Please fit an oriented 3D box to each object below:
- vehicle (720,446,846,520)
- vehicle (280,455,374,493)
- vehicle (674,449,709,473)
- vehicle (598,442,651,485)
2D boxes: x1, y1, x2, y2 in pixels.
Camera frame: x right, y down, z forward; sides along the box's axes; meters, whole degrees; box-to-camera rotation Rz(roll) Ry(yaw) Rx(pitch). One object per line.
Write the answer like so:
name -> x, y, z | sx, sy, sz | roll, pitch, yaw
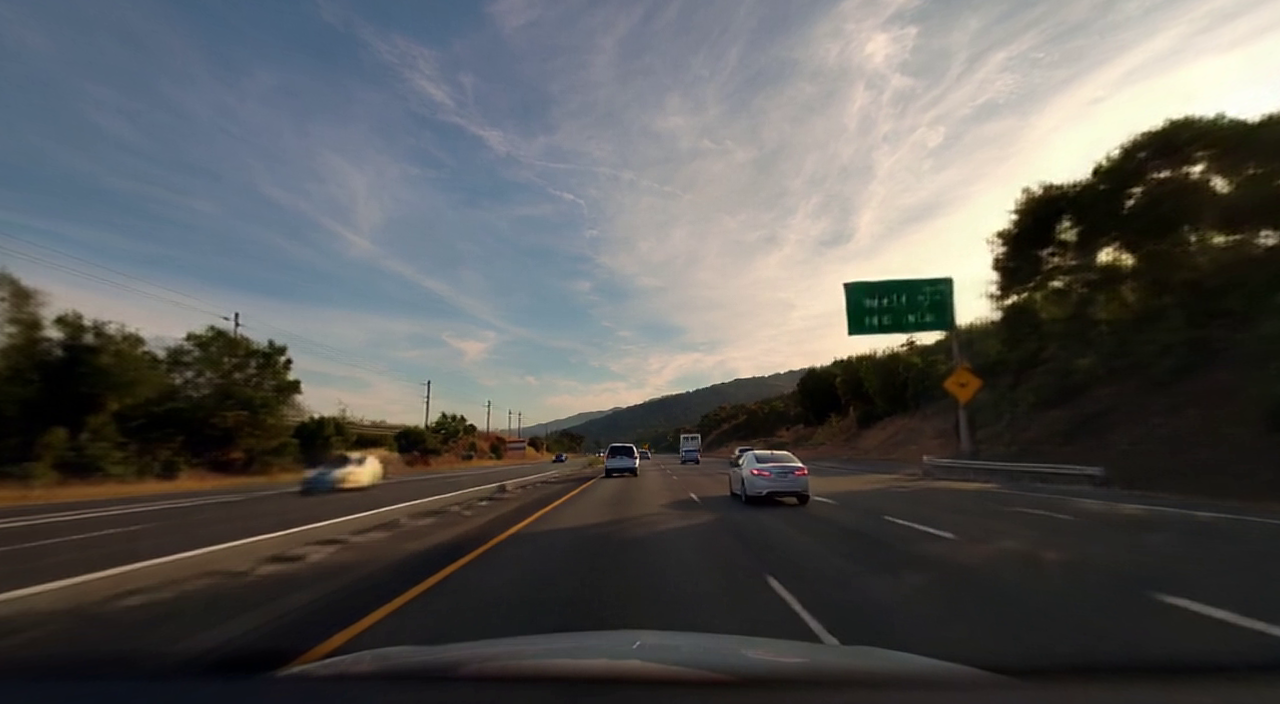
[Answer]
vehicle -> 3.176, 2.987, 14.889 | 2.004, 1.471, 4.032 | 0, -9, 0
vehicle -> -14.300, 5.571, 29.123 | 1.878, 1.521, 4.608 | 0, -9, 1
vehicle -> 3.513, 7.512, 43.493 | 2.047, 1.540, 4.294 | 0, -9, 0
vehicle -> -0.614, 4.860, 27.784 | 2.142, 1.724, 4.344 | 0, -9, 0
